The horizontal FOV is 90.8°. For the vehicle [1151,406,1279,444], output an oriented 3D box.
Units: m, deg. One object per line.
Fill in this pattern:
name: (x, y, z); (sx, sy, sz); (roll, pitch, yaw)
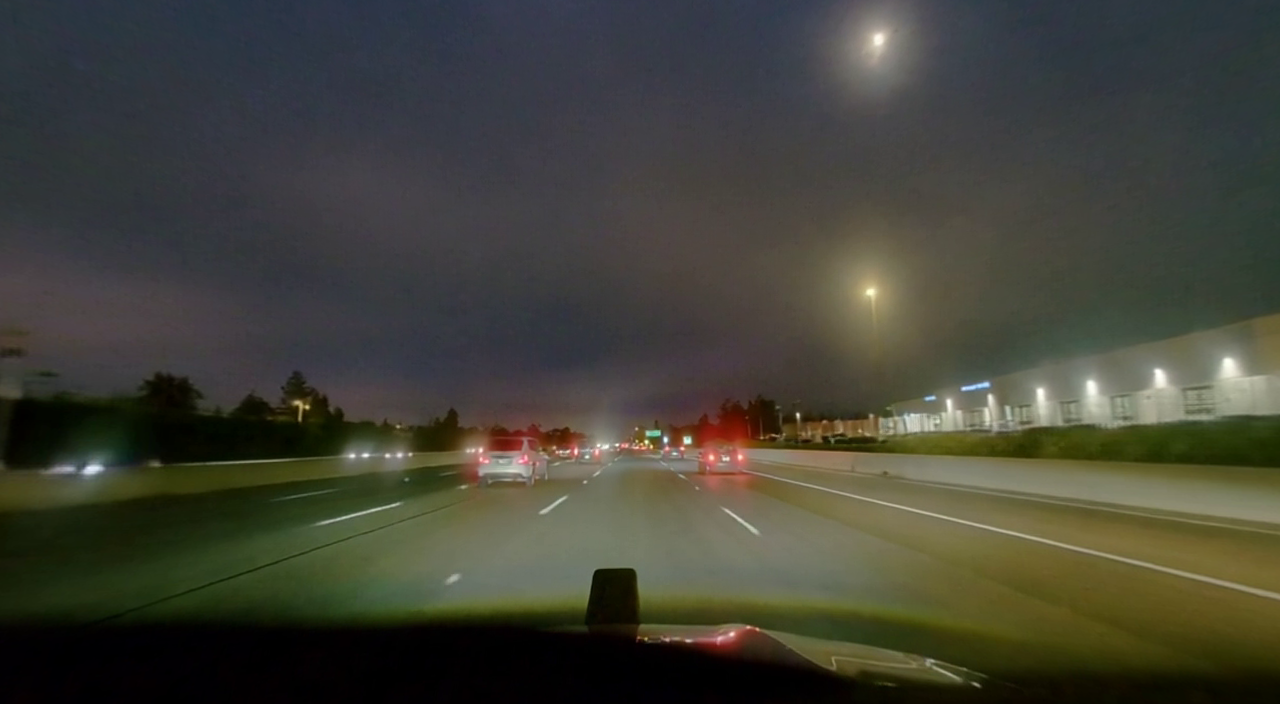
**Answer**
vehicle: (32.512, 4.224, 35.805); (2.133, 1.930, 5.924); (-1, -8, 0)

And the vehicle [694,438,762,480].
vehicle: (3.464, 4.315, 25.804); (1.957, 1.510, 4.643); (0, -8, -2)

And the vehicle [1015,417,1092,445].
vehicle: (32.367, 6.250, 49.689); (2.264, 1.993, 5.565); (-1, -9, 0)

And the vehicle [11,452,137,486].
vehicle: (-27.983, 5.756, 31.468); (1.949, 1.470, 4.676); (0, -8, 0)

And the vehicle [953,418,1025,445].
vehicle: (27.433, 6.376, 49.950); (2.098, 1.922, 6.223); (-1, -9, -1)

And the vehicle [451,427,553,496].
vehicle: (-3.910, 3.185, 18.703); (1.987, 1.765, 4.508); (0, -8, 0)

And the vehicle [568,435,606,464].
vehicle: (-3.867, 7.308, 47.427); (2.410, 1.981, 5.355); (0, -8, 0)
